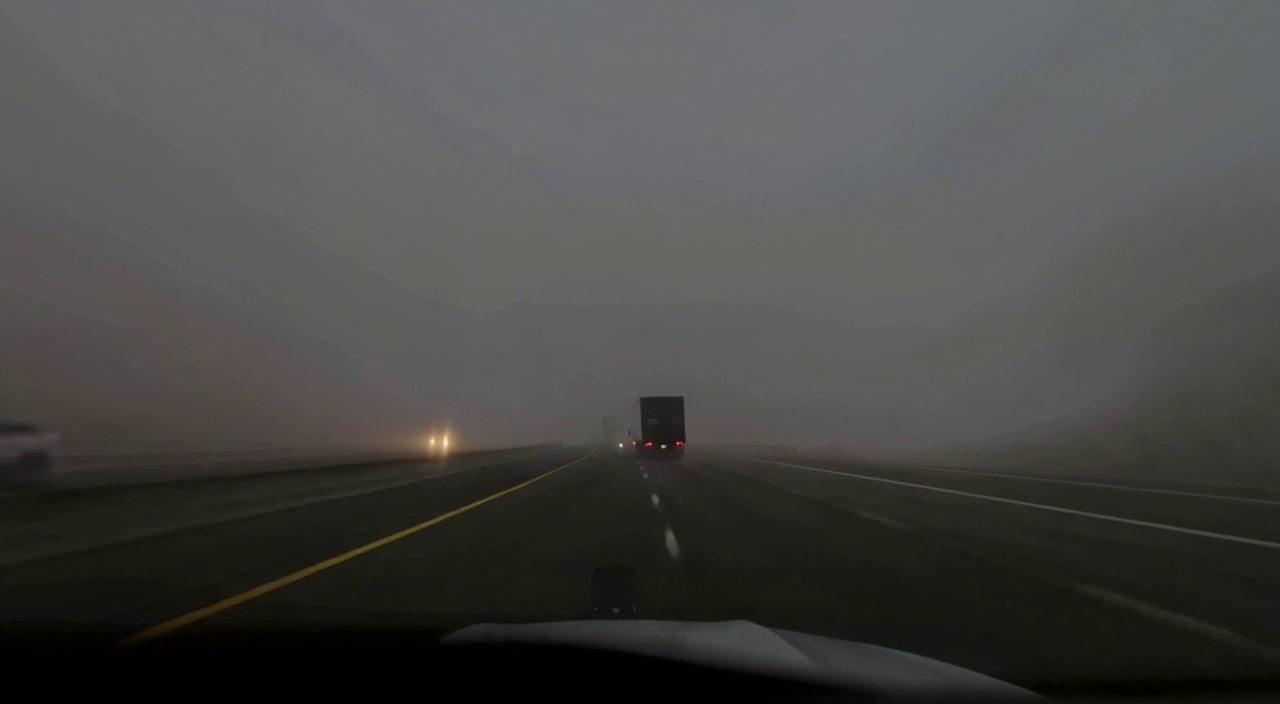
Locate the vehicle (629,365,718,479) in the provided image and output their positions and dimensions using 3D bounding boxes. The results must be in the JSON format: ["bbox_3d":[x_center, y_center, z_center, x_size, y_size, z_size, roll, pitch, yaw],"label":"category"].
[{"bbox_3d":[1.550,3.465,29.281,3.153,4.080,13.081,-1,-8,3],"label":"vehicle"}]
